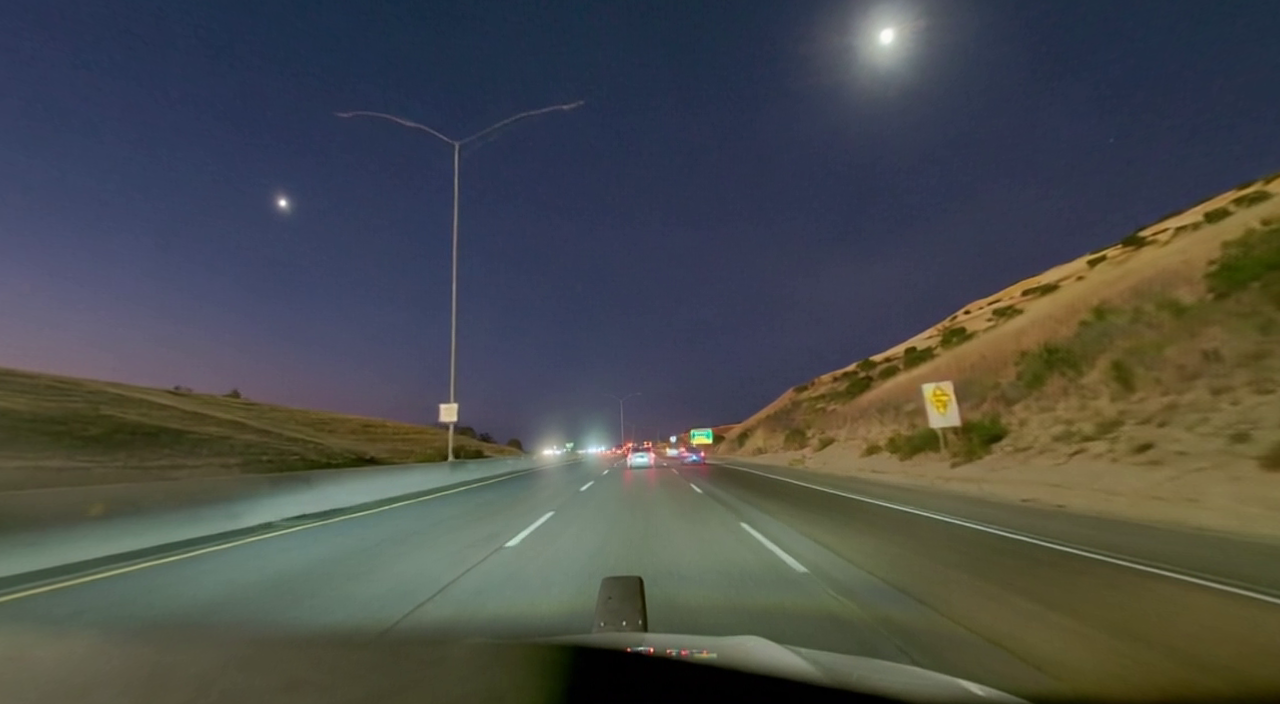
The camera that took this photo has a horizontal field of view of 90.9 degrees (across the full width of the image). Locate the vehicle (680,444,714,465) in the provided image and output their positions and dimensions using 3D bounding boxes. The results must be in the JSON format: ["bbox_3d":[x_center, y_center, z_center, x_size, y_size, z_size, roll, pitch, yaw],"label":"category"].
[{"bbox_3d":[3.873,7.008,43.205,1.976,1.352,3.602,0,-8,0],"label":"vehicle"}]

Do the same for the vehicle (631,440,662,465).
[{"bbox_3d":[0.392,6.780,42.660,1.986,1.576,4.312,0,-8,0],"label":"vehicle"}]
